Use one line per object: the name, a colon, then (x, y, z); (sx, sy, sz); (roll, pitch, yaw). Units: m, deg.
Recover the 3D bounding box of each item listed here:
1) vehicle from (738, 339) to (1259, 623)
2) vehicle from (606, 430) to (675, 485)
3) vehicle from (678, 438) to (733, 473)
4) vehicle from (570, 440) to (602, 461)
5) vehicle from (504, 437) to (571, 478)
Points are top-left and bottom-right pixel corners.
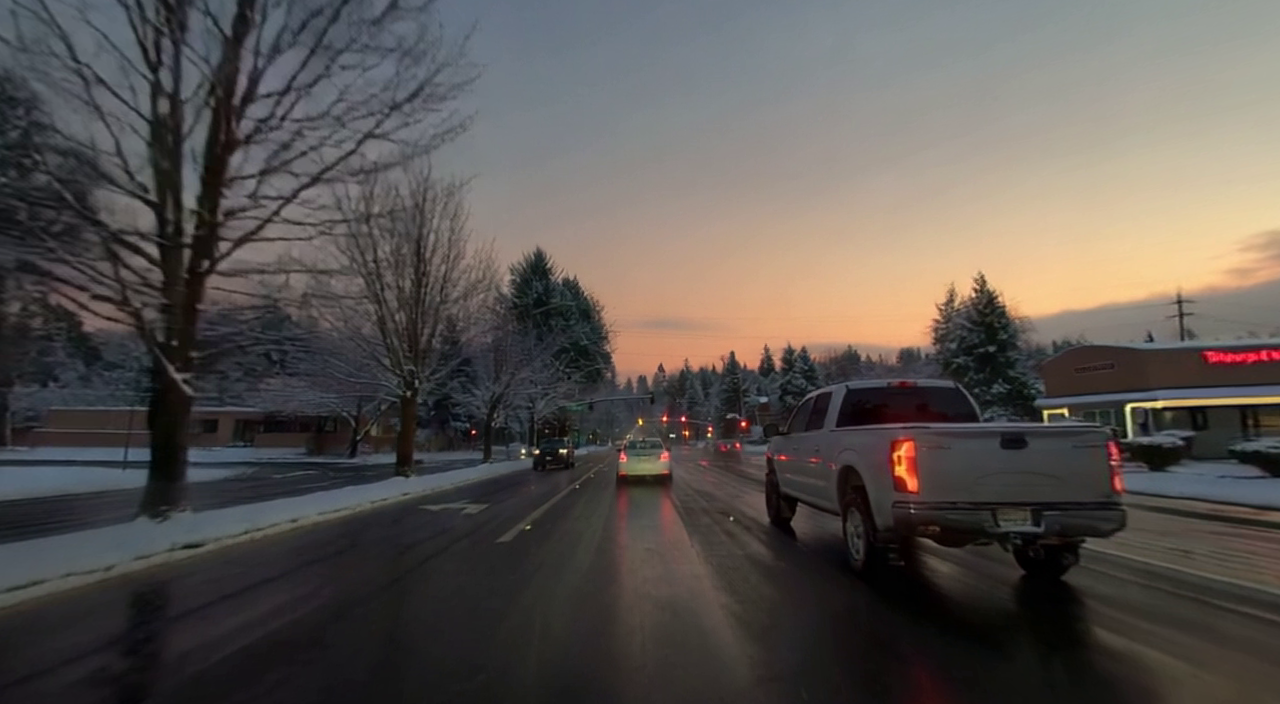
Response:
vehicle: (3.137, 1.378, 7.761); (2.731, 2.101, 6.047); (0, -8, -2)
vehicle: (-0.039, 3.552, 21.468); (2.145, 1.650, 4.021); (0, -8, -2)
vehicle: (2.981, 4.808, 29.460); (1.970, 1.464, 4.249); (0, -8, -2)
vehicle: (-4.030, 7.495, 47.838); (1.959, 1.482, 4.701); (0, -9, 0)
vehicle: (-3.993, 4.197, 25.259); (1.960, 1.475, 4.161); (0, -8, 0)
